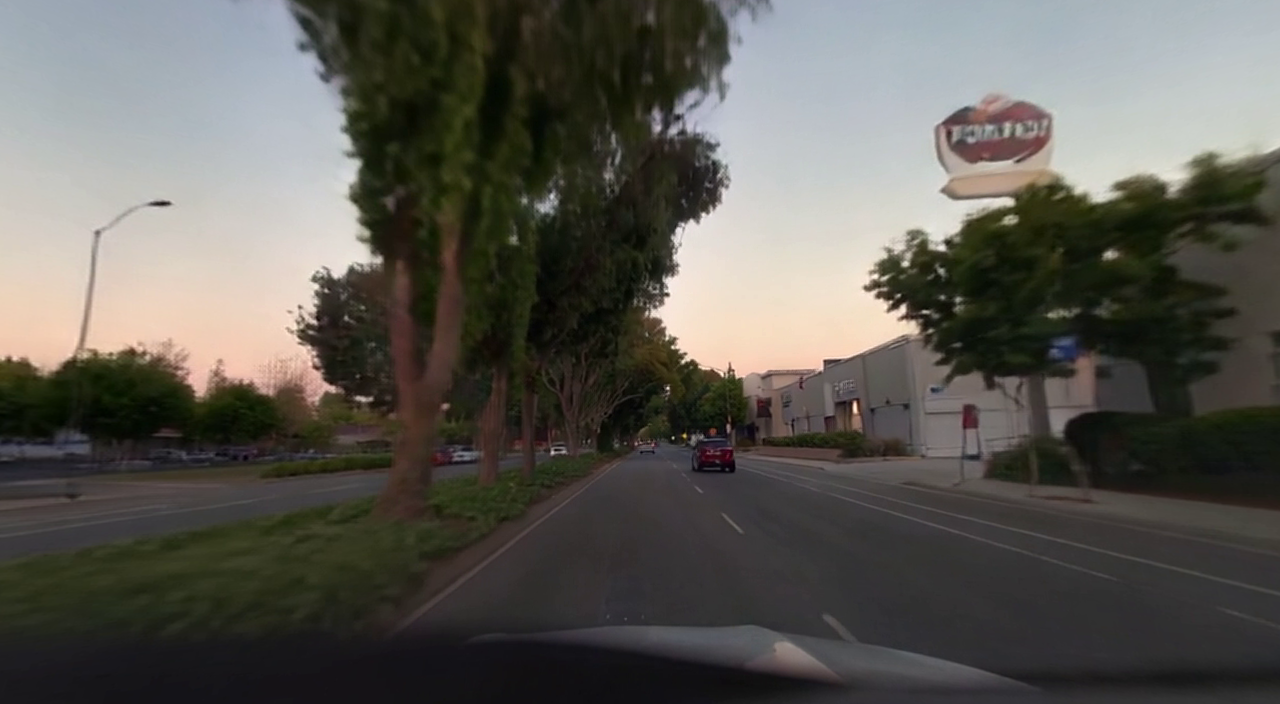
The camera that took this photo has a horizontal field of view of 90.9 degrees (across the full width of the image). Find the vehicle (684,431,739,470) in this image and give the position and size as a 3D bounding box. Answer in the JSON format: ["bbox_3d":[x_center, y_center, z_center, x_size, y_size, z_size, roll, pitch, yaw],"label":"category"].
[{"bbox_3d":[3.433,4.846,31.188,2.143,1.759,4.378,0,-8,-1],"label":"vehicle"}]
